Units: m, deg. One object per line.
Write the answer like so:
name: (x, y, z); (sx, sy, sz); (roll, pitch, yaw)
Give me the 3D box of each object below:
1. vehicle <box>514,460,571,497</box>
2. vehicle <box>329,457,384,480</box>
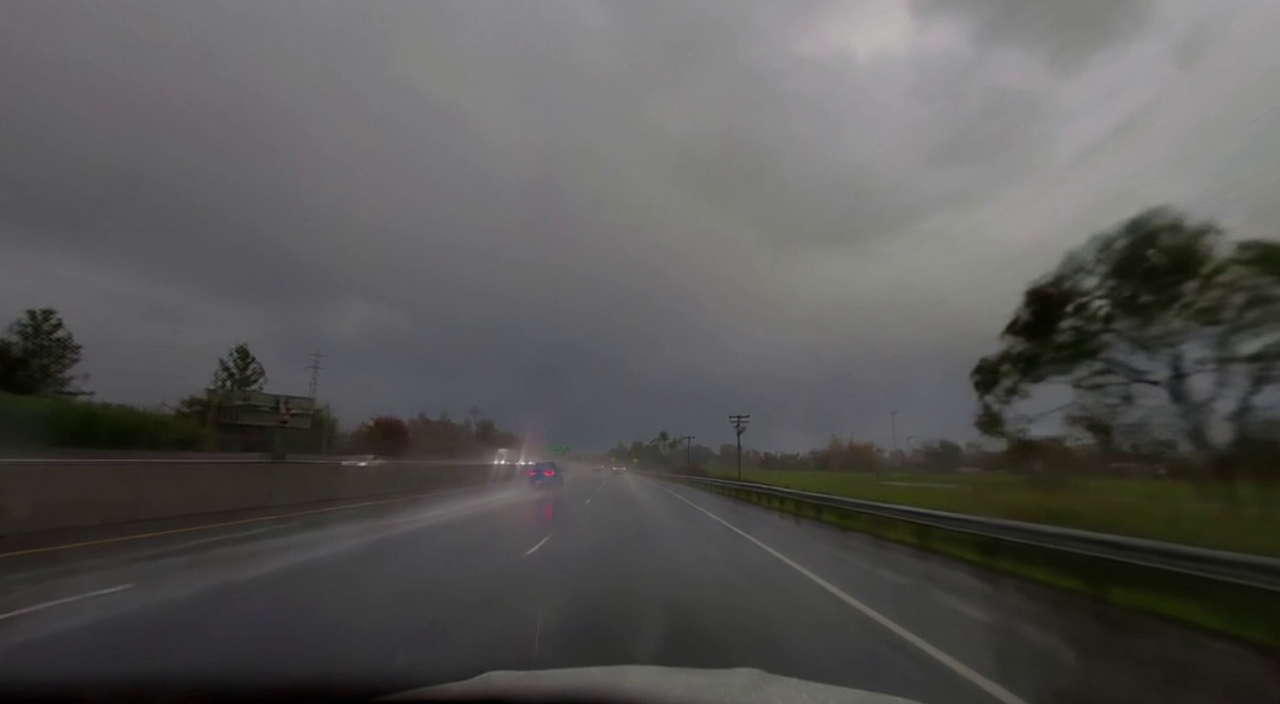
vehicle: (-4.940, 6.518, 32.625); (2.194, 1.704, 4.421); (1, -10, 0)
vehicle: (-20.551, 8.465, 45.880); (1.830, 1.506, 4.791); (1, -10, -1)
